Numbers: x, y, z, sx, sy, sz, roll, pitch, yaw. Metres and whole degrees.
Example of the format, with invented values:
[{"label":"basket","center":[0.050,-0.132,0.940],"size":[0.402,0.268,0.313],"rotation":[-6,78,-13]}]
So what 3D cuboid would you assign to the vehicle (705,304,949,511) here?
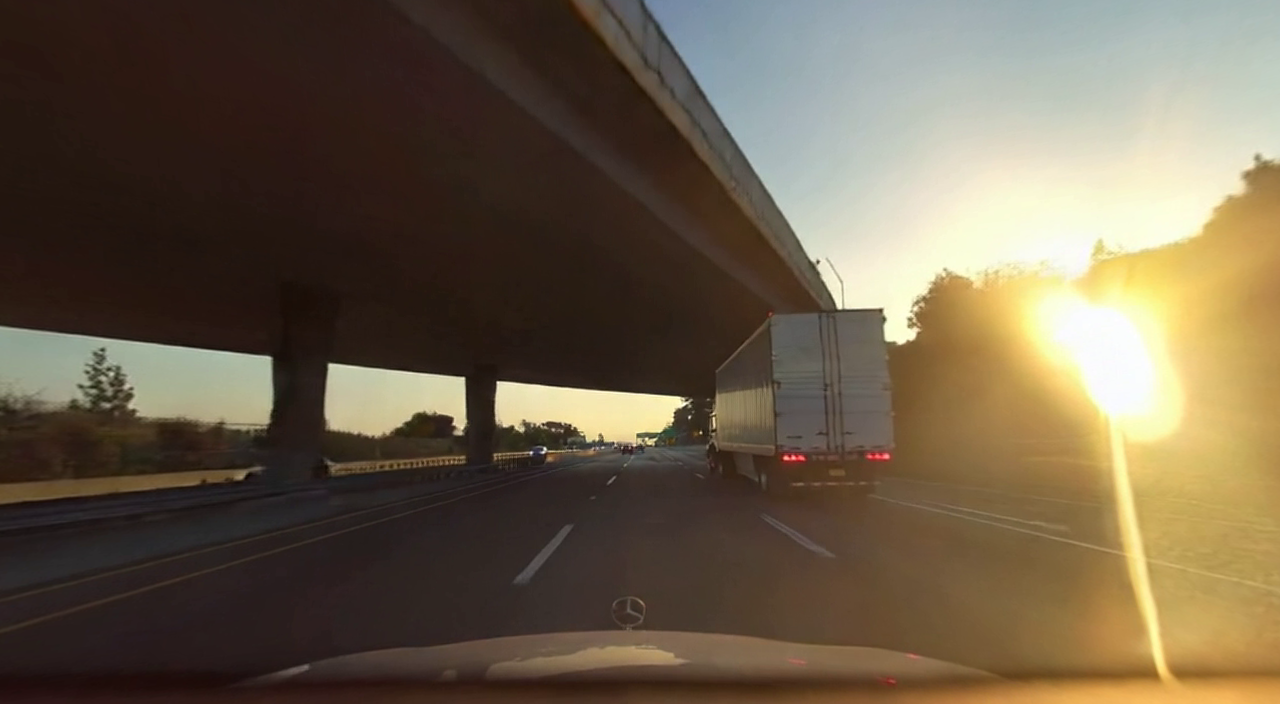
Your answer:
[{"label":"vehicle","center":[4.522,2.119,20.207],"size":[3.187,4.197,15.004],"rotation":[0,-8,0]}]

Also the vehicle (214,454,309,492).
[{"label":"vehicle","center":[-17.614,5.604,29.501],"size":[1.838,1.518,4.109],"rotation":[0,-8,1]}]
